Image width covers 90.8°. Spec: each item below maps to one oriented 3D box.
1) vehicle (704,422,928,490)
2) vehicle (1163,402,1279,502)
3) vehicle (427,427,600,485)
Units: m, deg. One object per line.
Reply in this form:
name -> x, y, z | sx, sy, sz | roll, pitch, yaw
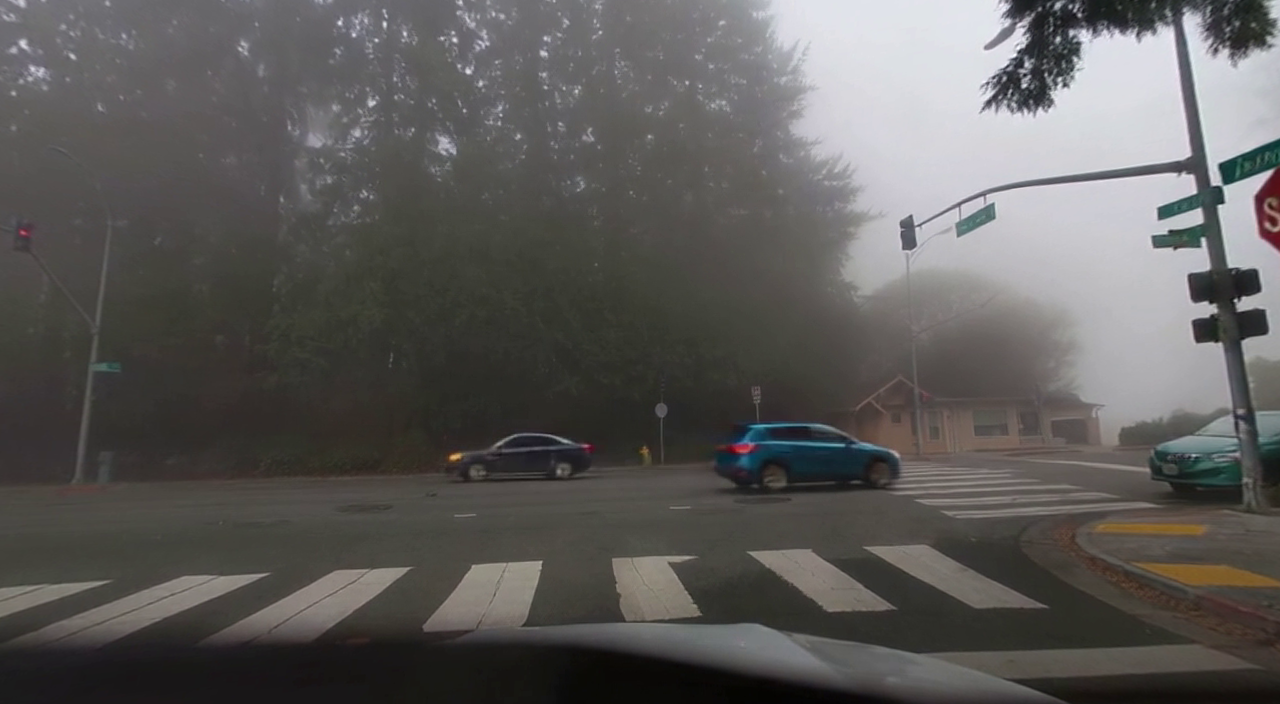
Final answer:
vehicle -> 4.243, 2.488, 15.377 | 4.990, 1.454, 1.875 | 2, -9, -17
vehicle -> 12.793, 1.862, 11.941 | 4.208, 1.685, 2.014 | 1, -8, -8
vehicle -> -3.599, 2.922, 17.936 | 4.548, 1.469, 1.864 | 3, -9, -20
